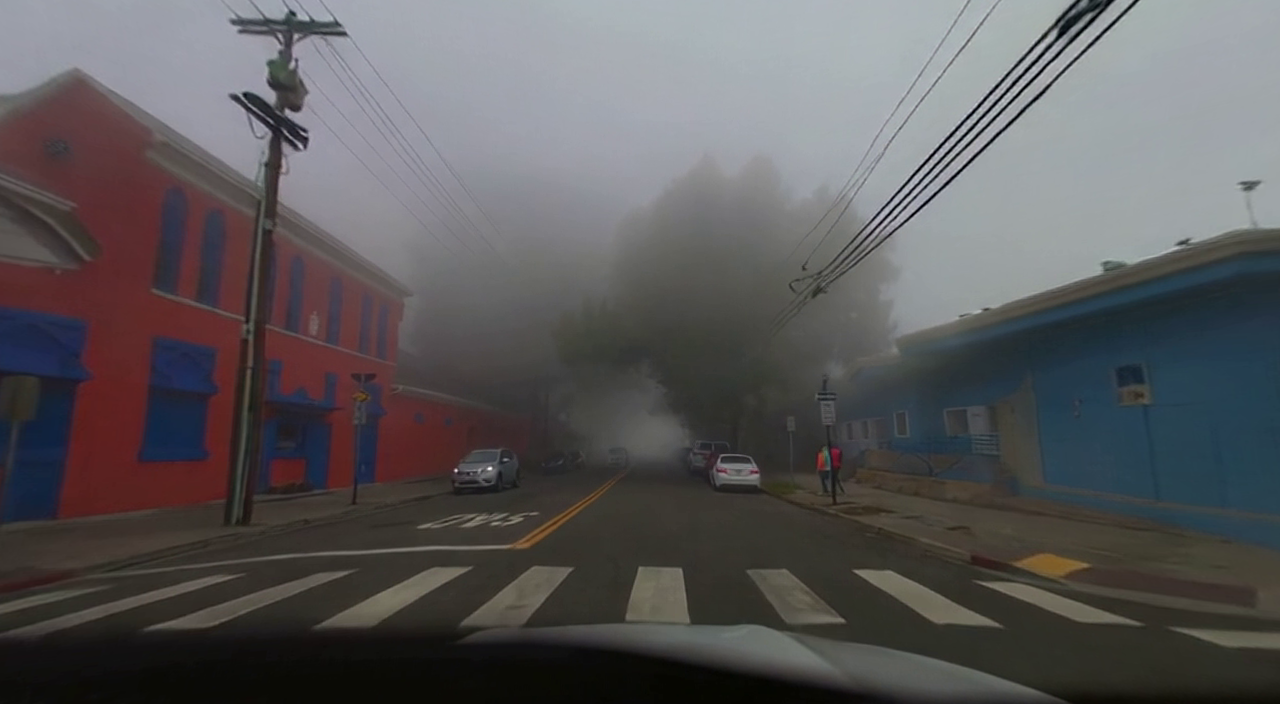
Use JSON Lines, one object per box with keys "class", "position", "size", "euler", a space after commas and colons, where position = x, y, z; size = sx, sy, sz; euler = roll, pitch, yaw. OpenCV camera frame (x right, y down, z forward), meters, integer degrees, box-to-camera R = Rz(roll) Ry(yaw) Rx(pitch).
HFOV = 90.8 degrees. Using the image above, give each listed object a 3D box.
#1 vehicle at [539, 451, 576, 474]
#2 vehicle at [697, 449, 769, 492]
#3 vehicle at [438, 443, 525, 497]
{"class": "vehicle", "position": [-5.736, 7.750, 44.578], "size": [1.844, 1.486, 4.474], "euler": [0, -9, 3]}
{"class": "vehicle", "position": [3.372, 4.399, 23.882], "size": [1.966, 1.471, 4.552], "euler": [0, -9, -1]}
{"class": "vehicle", "position": [-6.085, 4.542, 24.849], "size": [2.140, 1.746, 4.385], "euler": [-4, -8, 2]}
